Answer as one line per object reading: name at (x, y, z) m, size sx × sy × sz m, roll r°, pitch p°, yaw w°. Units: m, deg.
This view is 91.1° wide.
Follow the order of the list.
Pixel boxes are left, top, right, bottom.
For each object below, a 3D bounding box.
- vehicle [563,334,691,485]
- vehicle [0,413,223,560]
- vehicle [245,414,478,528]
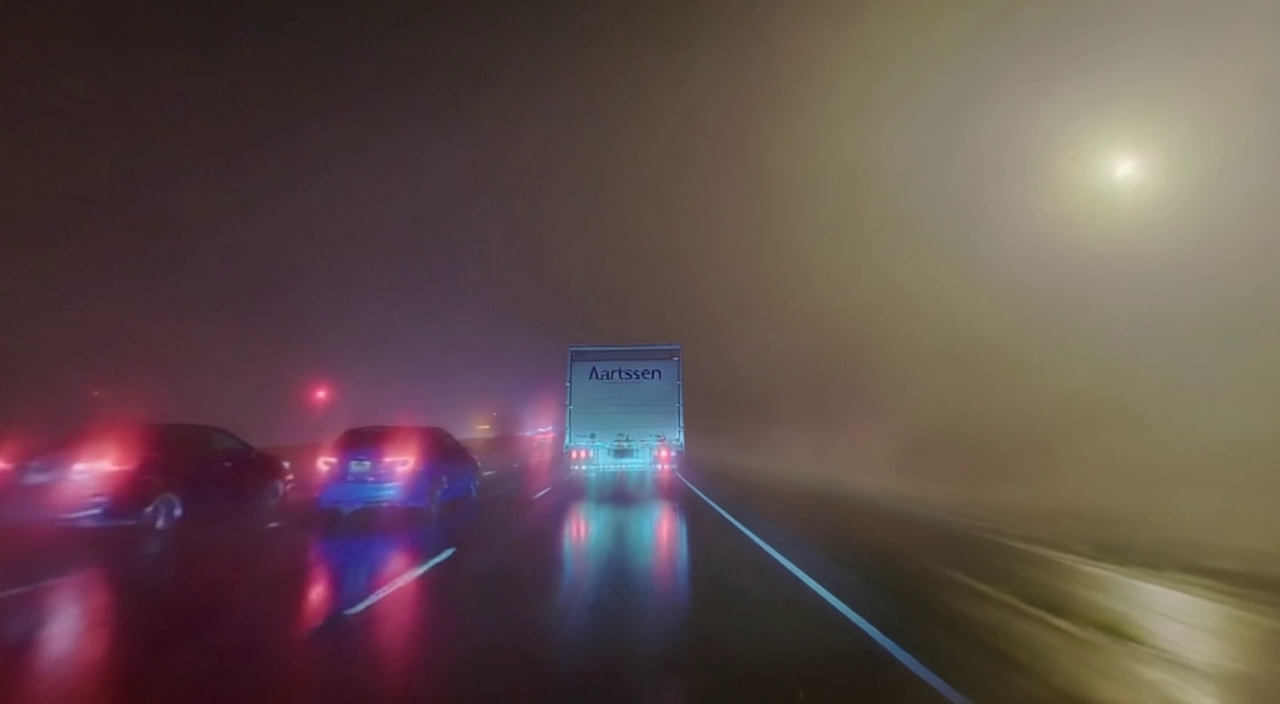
vehicle at (-0.428, 2.250, 22.520) m, size 3.442 × 4.106 × 10.719 m, roll 0°, pitch -8°, yaw -1°
vehicle at (-7.867, 1.643, 8.167) m, size 1.944 × 1.565 × 4.383 m, roll 0°, pitch -8°, yaw -1°
vehicle at (-4.676, 2.056, 11.603) m, size 2.052 × 1.639 × 4.894 m, roll 0°, pitch -8°, yaw 0°
